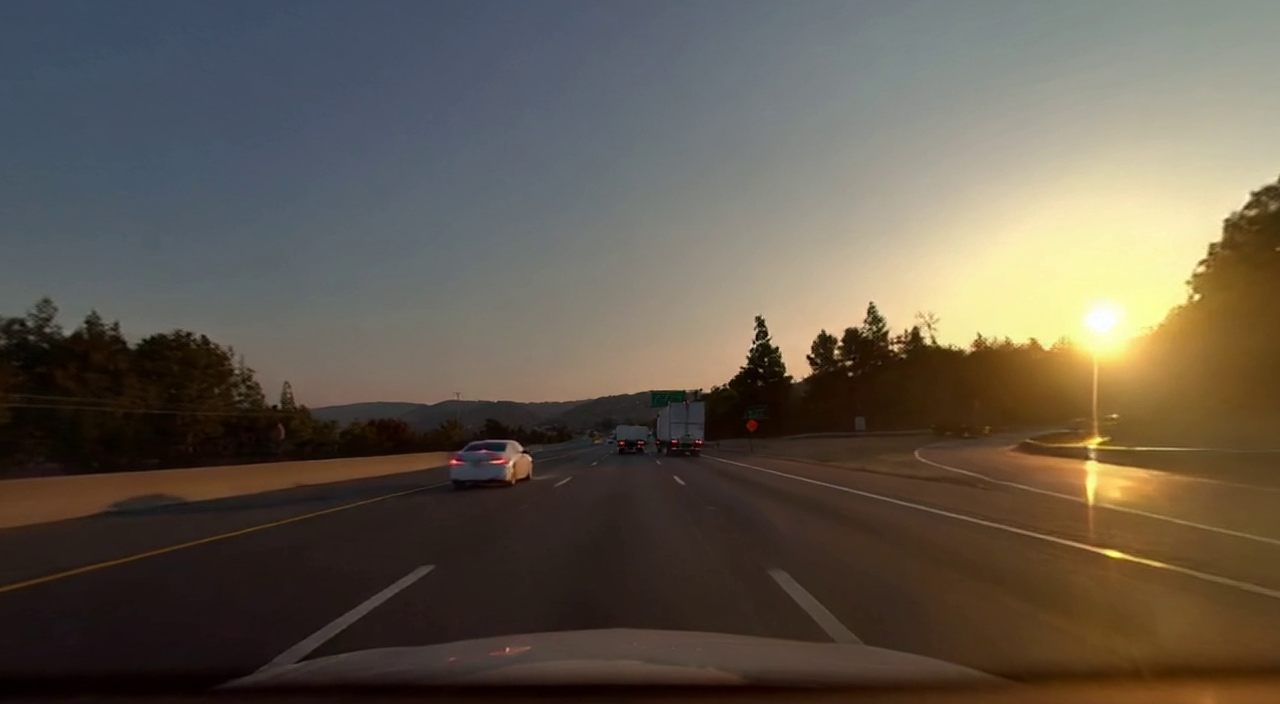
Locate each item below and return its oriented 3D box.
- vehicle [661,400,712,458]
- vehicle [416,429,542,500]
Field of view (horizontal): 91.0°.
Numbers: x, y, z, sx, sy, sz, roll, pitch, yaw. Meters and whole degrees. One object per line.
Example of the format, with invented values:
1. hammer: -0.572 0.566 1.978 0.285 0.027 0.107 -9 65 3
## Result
1. vehicle: 3.425 6.110 49.230 2.997 3.983 10.860 0 -8 -1
2. vehicle: -3.909 2.807 16.150 2.111 1.536 4.270 0 -8 0
